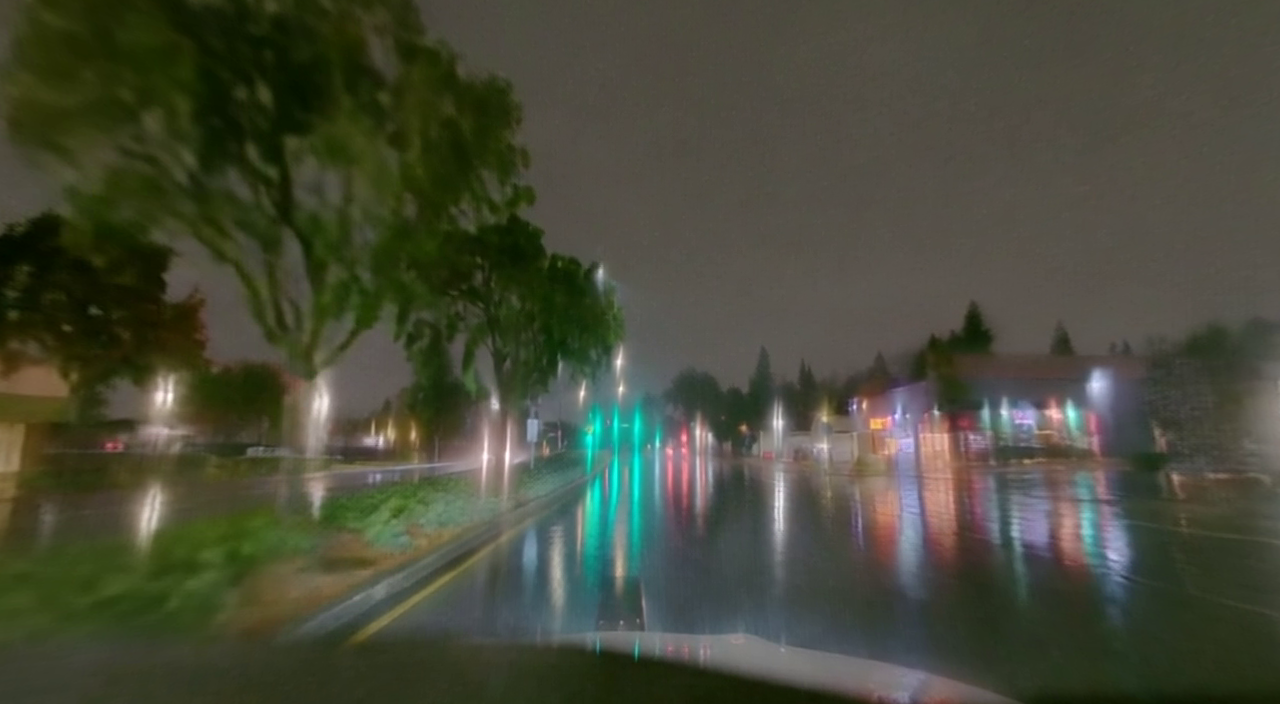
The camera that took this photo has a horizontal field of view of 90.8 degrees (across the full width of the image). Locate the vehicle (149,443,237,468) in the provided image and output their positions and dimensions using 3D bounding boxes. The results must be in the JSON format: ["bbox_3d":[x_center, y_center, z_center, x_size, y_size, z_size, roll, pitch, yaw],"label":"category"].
[{"bbox_3d":[-28.171,6.522,39.898,4.140,1.446,1.888,0,-8,-1],"label":"vehicle"}]
